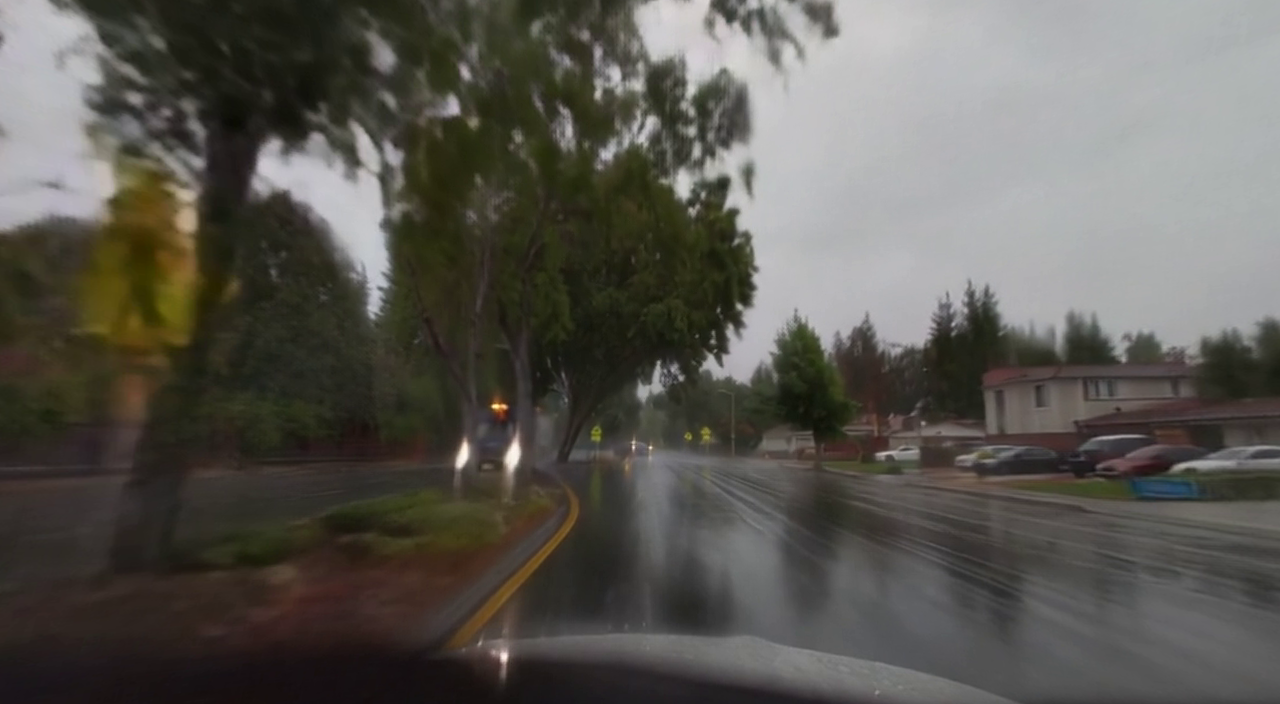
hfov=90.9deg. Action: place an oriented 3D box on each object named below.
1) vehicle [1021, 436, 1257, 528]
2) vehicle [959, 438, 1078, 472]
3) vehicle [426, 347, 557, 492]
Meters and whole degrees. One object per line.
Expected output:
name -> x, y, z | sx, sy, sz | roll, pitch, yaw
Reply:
vehicle -> 11.214, 2.899, 14.704 | 1.976, 1.780, 4.352 | 0, -8, 2
vehicle -> 21.546, 5.885, 36.008 | 5.374, 1.825, 2.157 | 0, -8, 0
vehicle -> -4.079, 1.987, 18.208 | 3.008, 3.786, 3.422 | 0, -8, -3
